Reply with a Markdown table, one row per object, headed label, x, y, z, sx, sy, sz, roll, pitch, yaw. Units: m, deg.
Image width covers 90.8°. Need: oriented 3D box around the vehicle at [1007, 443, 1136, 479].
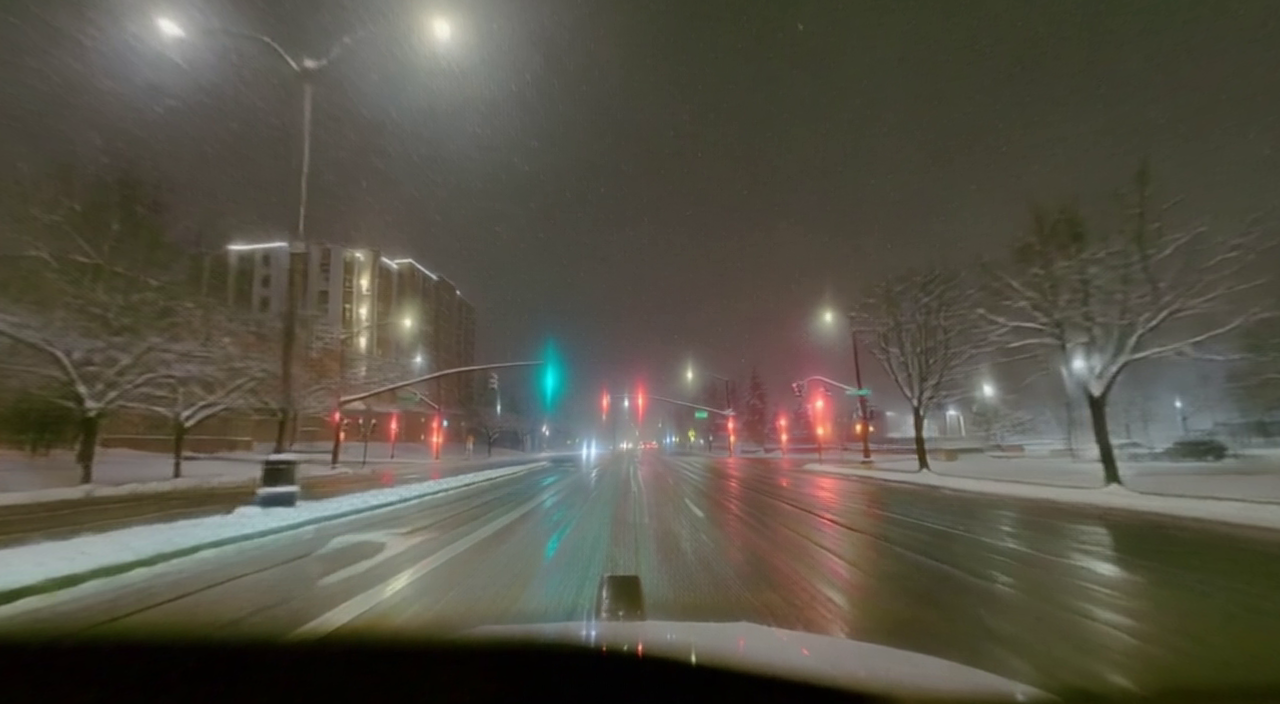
| label | x | y | z | sx | sy | sz | roll | pitch | yaw |
| --- | --- | --- | --- | --- | --- | --- | --- | --- | --- |
| vehicle | 19.258 | 4.832 | 28.344 | 1.828 | 1.483 | 4.376 | 8 | -12 | -44 |
